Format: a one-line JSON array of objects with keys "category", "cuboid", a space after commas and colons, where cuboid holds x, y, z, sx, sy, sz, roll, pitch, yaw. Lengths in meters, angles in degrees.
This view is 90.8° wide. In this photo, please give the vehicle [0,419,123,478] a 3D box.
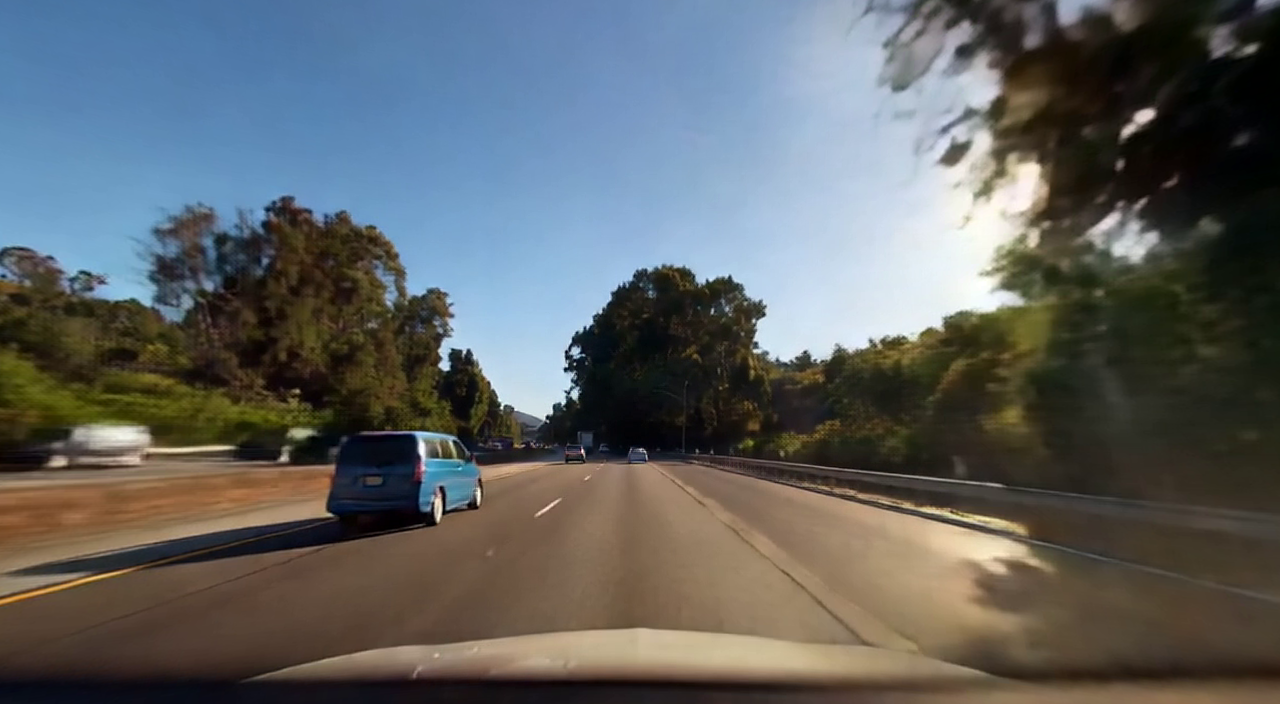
[{"category": "vehicle", "cuboid": [-17.455, 2.724, 17.836, 1.846, 1.488, 4.503, 0, -9, -1]}]

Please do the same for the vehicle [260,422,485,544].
[{"category": "vehicle", "cuboid": [-4.230, 2.128, 10.880, 2.088, 1.675, 4.108, 0, -9, -1]}]

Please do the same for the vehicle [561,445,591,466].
[{"category": "vehicle", "cuboid": [-4.982, 8.126, 49.735, 2.054, 1.500, 4.469, 0, -9, -2]}]

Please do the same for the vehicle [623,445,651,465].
[{"category": "vehicle", "cuboid": [-0.255, 7.912, 48.484, 2.008, 1.499, 3.192, 0, -9, -3]}]
